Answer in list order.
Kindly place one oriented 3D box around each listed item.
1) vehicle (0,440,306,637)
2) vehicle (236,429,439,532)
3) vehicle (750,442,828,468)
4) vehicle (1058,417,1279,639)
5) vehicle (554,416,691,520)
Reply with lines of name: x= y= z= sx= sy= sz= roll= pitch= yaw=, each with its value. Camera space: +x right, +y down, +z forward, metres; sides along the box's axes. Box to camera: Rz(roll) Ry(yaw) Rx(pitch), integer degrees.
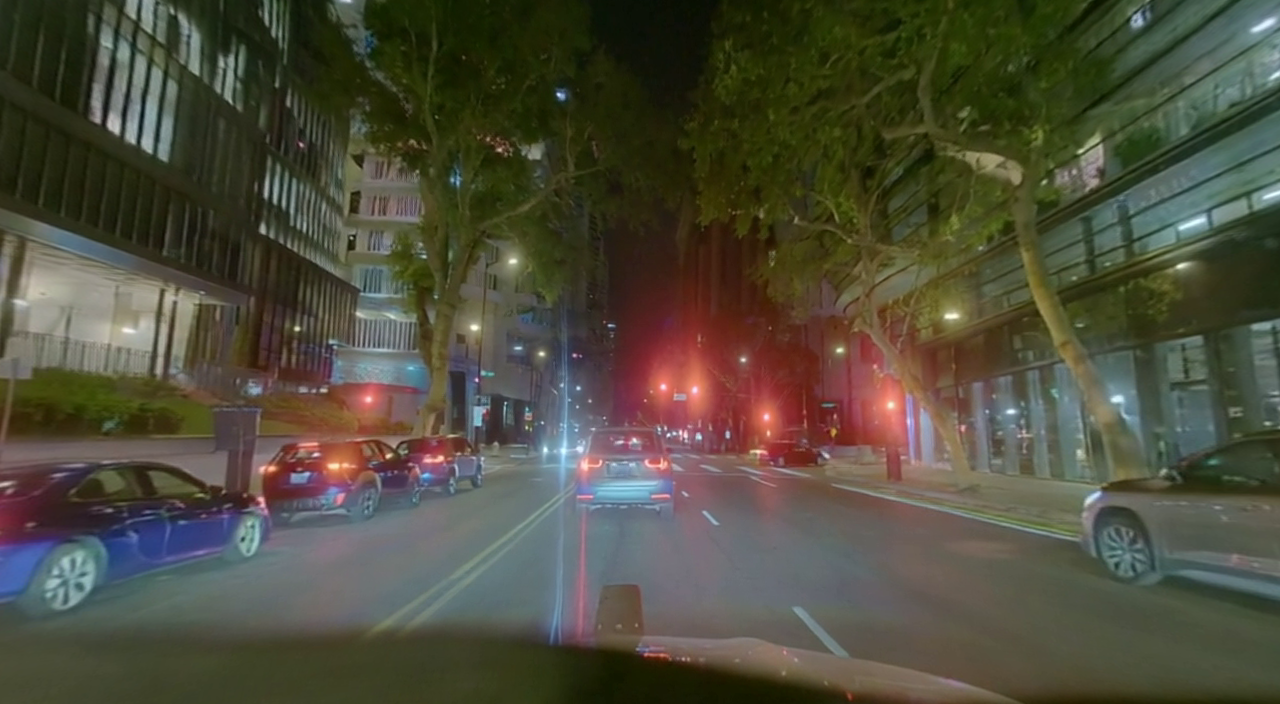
vehicle: x=-5.578 y=1.624 z=6.207 sx=1.841 sy=1.466 sz=4.364 roll=-1 pitch=-8 yaw=6
vehicle: x=-5.784 y=2.479 z=12.869 sx=1.904 sy=1.684 sz=4.529 roll=0 pitch=-8 yaw=-1
vehicle: x=9.749 y=6.711 z=41.365 sx=4.638 sy=1.555 sz=1.824 roll=3 pitch=-9 yaw=-21
vehicle: x=5.947 y=1.385 z=5.080 sx=2.004 sy=1.699 sz=4.525 roll=0 pitch=-8 yaw=-1
vehicle: x=-0.272 y=2.205 z=12.453 sx=2.258 sy=1.687 sz=3.934 roll=-1 pitch=-8 yaw=1
